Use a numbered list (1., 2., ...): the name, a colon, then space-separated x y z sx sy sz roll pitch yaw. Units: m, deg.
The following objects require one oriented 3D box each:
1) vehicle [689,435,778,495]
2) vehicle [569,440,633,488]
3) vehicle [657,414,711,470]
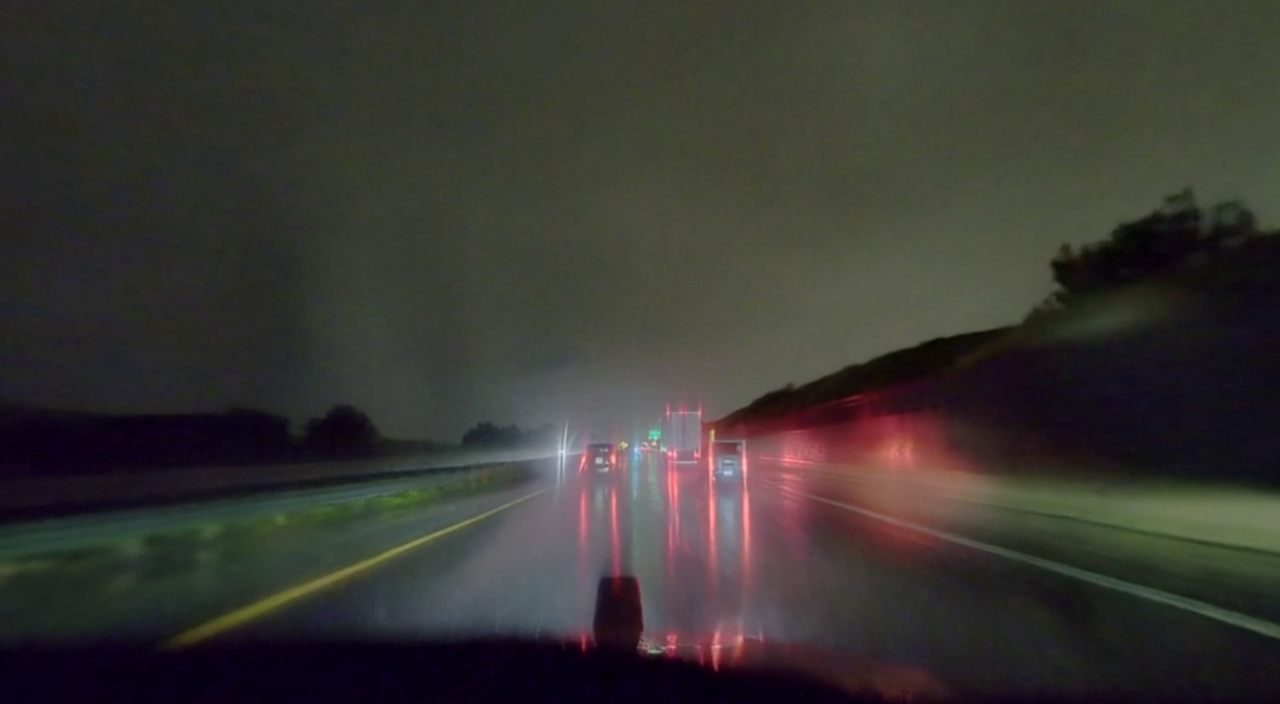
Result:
1. vehicle: 2.861 3.593 20.206 2.230 1.715 4.243 0 -9 0
2. vehicle: -1.386 4.309 24.387 2.181 1.653 4.691 0 -9 0
3. vehicle: 3.241 7.082 49.093 3.143 3.880 10.117 0 -9 -2
